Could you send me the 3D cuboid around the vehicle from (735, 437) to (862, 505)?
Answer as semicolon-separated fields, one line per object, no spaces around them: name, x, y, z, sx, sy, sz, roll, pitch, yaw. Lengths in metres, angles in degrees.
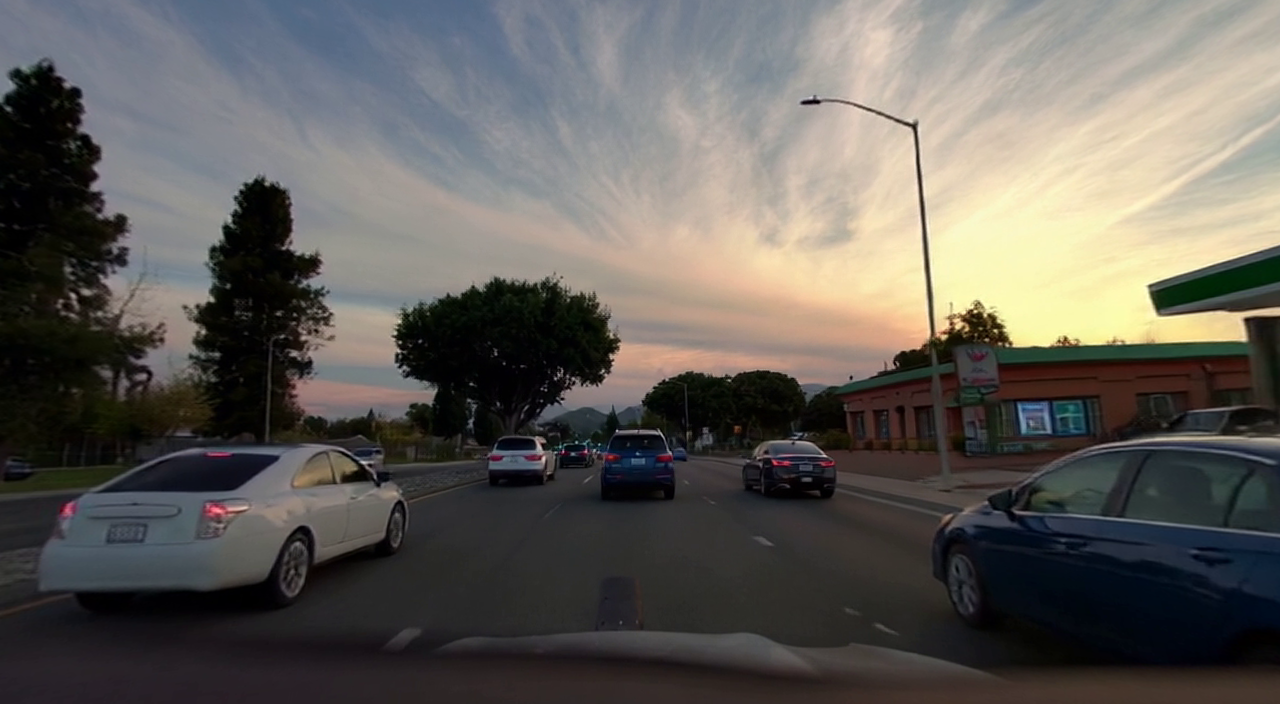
vehicle;3.775;2.905;15.970;1.888;1.456;4.589;0;-8;-2

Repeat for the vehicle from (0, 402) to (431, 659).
vehicle;-3.602;1.401;5.995;1.864;1.574;4.031;0;-8;0

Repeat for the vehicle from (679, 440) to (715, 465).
vehicle;3.738;6.631;41.903;1.926;1.522;3.852;0;-8;-2

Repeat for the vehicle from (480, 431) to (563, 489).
vehicle;-3.787;3.534;20.936;1.932;1.695;4.150;0;-8;0

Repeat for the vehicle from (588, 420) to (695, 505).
vehicle;0.015;2.672;15.686;2.279;1.803;4.254;0;-8;0

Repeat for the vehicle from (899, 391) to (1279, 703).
vehicle;3.263;1.019;3.131;1.976;1.492;4.436;0;-8;-1
